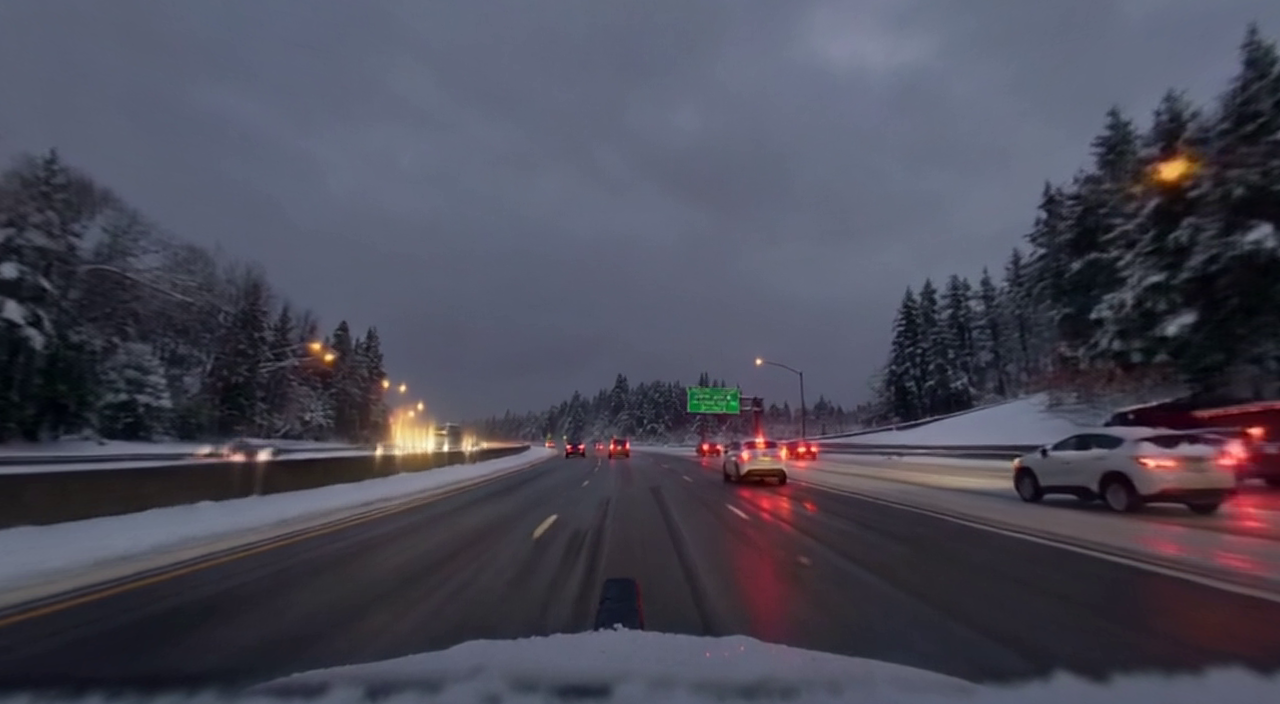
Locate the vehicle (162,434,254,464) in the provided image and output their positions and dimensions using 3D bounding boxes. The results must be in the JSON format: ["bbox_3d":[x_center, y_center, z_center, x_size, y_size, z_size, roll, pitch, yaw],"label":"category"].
[{"bbox_3d":[-28.290,6.374,41.536,2.163,1.813,5.608,0,-9,-2],"label":"vehicle"}]

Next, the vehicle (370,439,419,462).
[{"bbox_3d":[-17.842,7.185,45.962,1.921,1.515,4.417,0,-9,-2],"label":"vehicle"}]

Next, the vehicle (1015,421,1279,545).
[{"bbox_3d":[8.886,2.100,10.777,1.909,1.634,4.739,0,-9,-1],"label":"vehicle"}]

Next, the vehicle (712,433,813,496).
[{"bbox_3d":[3.289,3.126,17.730,1.975,1.562,3.823,0,-9,-1],"label":"vehicle"}]

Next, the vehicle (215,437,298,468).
[{"bbox_3d":[-21.310,5.602,35.200,1.970,1.632,4.332,0,-9,-2],"label":"vehicle"}]
